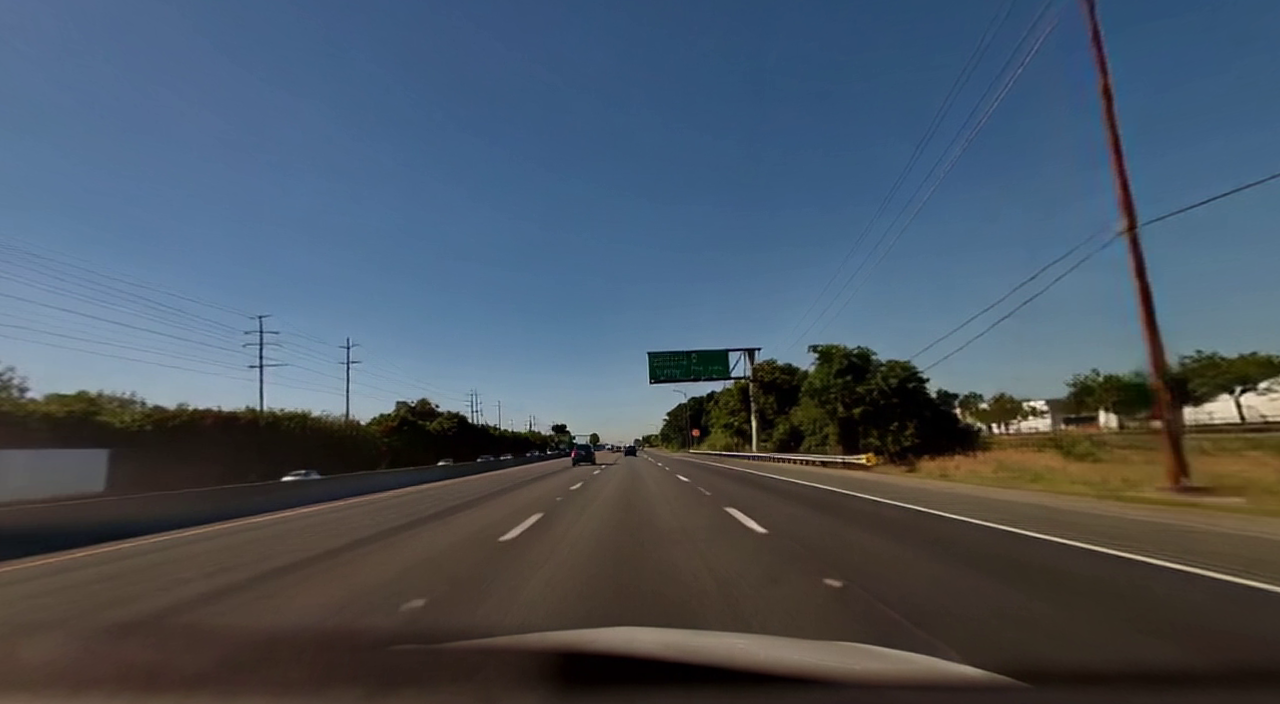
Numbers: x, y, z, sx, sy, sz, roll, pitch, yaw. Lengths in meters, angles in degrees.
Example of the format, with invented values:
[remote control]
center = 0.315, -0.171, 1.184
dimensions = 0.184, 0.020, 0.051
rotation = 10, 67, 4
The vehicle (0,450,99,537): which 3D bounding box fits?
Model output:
[vehicle]
center = -29.013, 6.325, 28.636
dimensions = 2.914, 3.668, 6.632
rotation = 0, -8, 0
